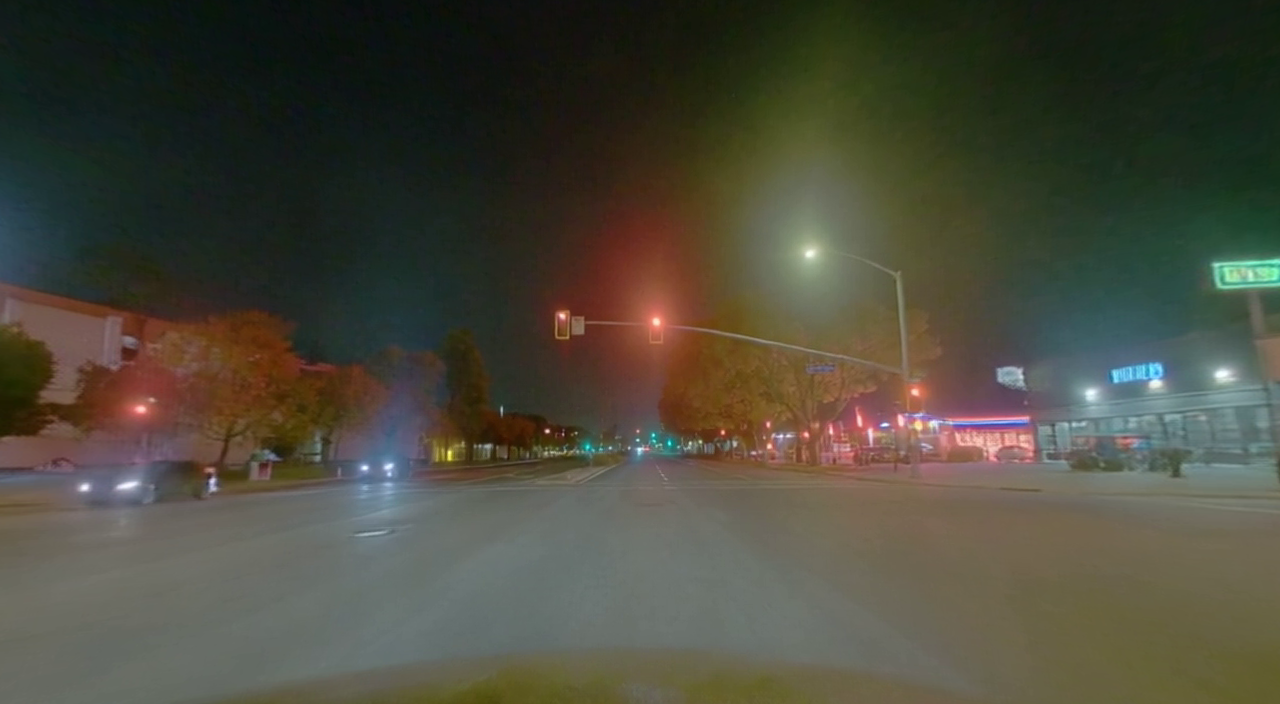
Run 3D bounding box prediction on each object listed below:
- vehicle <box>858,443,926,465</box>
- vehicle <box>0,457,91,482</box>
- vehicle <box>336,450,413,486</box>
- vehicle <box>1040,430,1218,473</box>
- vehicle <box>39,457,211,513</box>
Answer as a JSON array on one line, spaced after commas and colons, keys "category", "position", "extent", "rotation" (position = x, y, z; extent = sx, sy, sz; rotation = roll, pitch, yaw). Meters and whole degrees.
[{"category": "vehicle", "position": [19.801, 8.057, 49.832], "extent": [4.468, 1.635, 2.017], "rotation": [0, -9, -3]}, {"category": "vehicle", "position": [-43.275, 8.545, 46.153], "extent": [2.057, 1.628, 4.784], "rotation": [0, -9, -2]}, {"category": "vehicle", "position": [-12.979, 5.669, 31.212], "extent": [1.892, 1.639, 4.311], "rotation": [0, -9, 1]}, {"category": "vehicle", "position": [20.870, 4.270, 27.192], "extent": [5.587, 1.689, 2.605], "rotation": [0, -9, -3]}, {"category": "vehicle", "position": [-16.662, 4.284, 20.821], "extent": [1.924, 1.557, 4.357], "rotation": [0, -9, 1]}]
